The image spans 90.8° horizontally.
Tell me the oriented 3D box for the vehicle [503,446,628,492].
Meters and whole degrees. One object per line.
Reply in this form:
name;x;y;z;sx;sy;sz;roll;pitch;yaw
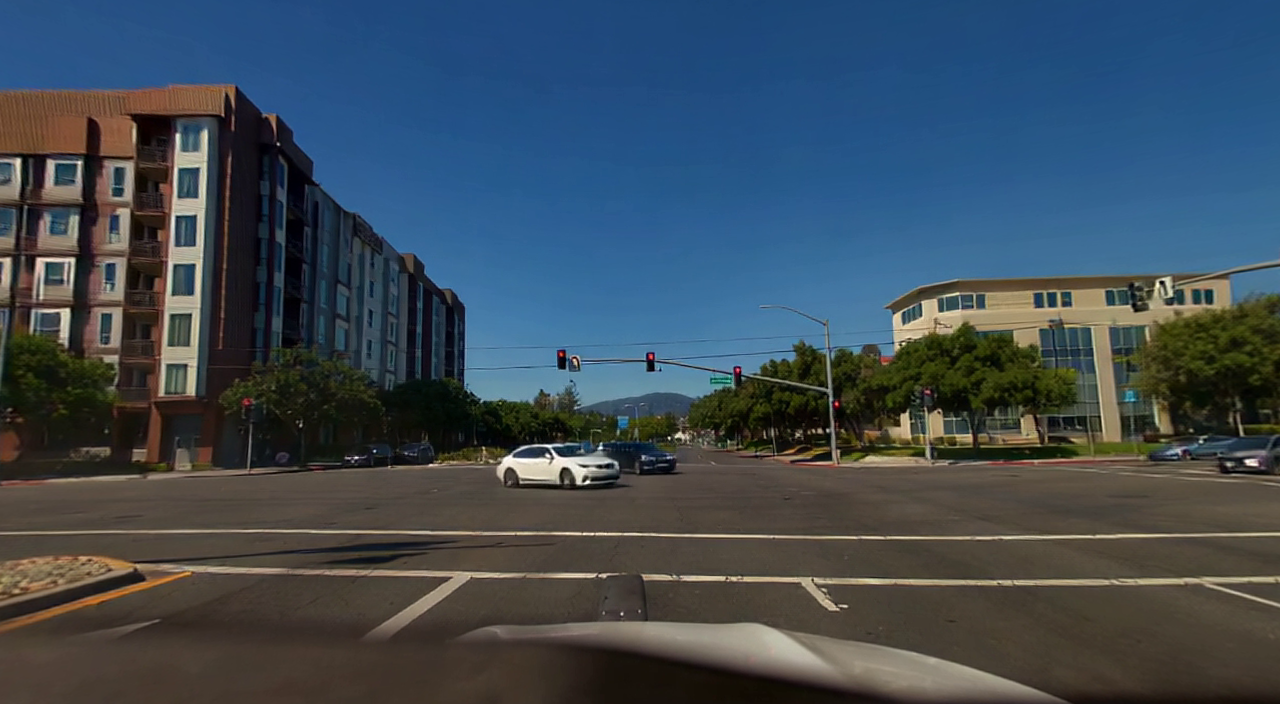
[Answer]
vehicle;-2.476;3.698;20.286;1.910;1.288;4.093;8;-12;-43

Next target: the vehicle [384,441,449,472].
vehicle;-15.183;7.120;43.225;2.340;1.946;5.450;-1;-9;1

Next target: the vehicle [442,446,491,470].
vehicle;-11.692;7.148;42.790;2.003;1.476;4.297;-1;-9;2

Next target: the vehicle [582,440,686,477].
vehicle;-0.368;4.545;27.212;2.109;1.461;4.637;6;-11;-37

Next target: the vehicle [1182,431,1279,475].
vehicle;22.297;3.560;22.380;4.474;1.477;1.908;0;-9;-3

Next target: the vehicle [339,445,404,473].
vehicle;-18.599;7.405;44.063;2.237;1.842;5.116;0;-9;0
